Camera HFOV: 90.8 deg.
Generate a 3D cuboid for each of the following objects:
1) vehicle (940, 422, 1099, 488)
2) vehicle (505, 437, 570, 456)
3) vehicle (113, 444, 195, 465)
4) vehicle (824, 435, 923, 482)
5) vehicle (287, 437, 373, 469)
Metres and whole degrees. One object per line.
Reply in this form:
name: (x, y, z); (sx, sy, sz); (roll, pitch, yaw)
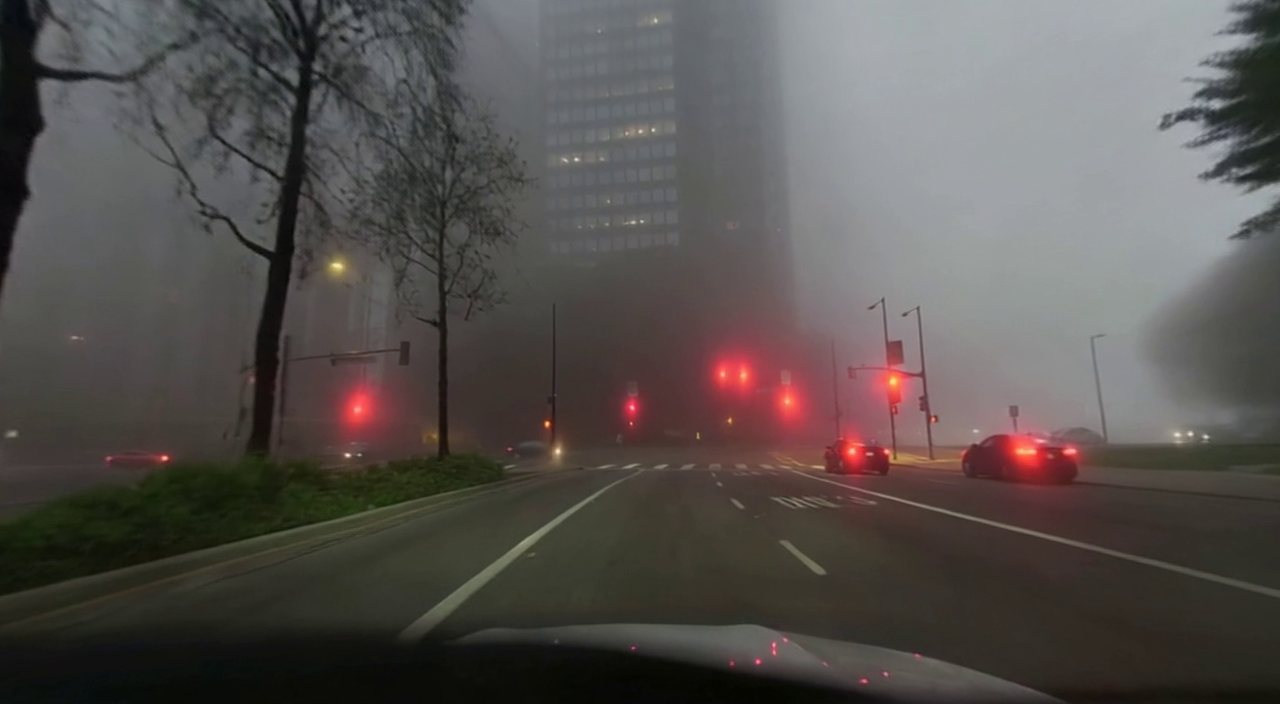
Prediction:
vehicle: (11.697, 3.225, 20.009); (2.027, 1.810, 4.854); (0, -8, 0)
vehicle: (-8.055, 7.446, 49.810); (4.762, 1.420, 1.814); (-1, -8, 1)
vehicle: (-35.600, 7.509, 46.371); (4.503, 1.475, 1.789); (0, -8, 0)
vehicle: (8.309, 3.826, 23.032); (1.936, 1.489, 4.885); (-1, -8, 2)
vehicle: (-19.521, 6.336, 39.802); (4.779, 1.910, 2.125); (-4, -9, 21)
